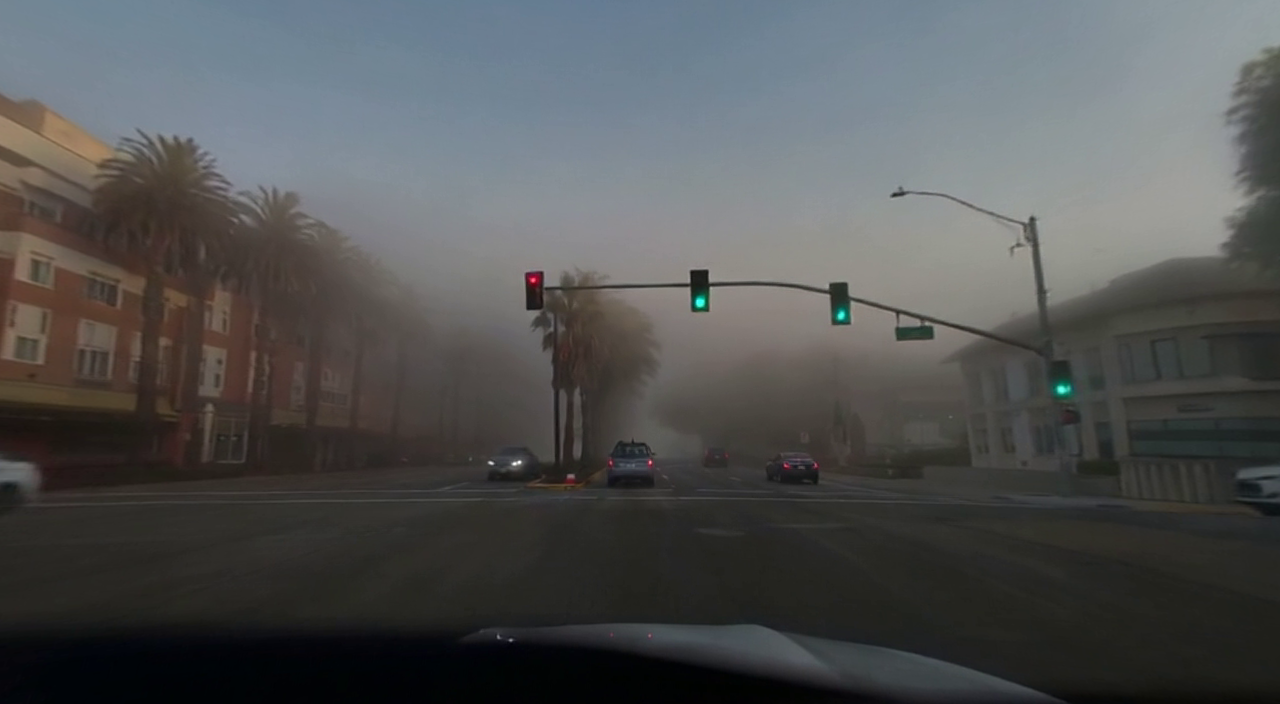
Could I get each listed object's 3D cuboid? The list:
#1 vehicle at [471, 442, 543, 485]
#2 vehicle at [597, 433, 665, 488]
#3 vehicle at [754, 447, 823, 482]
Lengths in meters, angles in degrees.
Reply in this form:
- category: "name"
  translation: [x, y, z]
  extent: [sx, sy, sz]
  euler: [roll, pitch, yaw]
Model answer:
- category: "vehicle"
  translation: [-5.286, 4.457, 25.540]
  extent: [2.028, 1.489, 4.386]
  euler: [-3, -8, -1]
- category: "vehicle"
  translation: [-0.300, 3.952, 23.206]
  extent: [2.277, 1.816, 4.192]
  euler: [0, -9, 0]
- category: "vehicle"
  translation: [6.759, 5.169, 29.216]
  extent: [1.975, 1.483, 4.769]
  euler: [0, -9, -1]
